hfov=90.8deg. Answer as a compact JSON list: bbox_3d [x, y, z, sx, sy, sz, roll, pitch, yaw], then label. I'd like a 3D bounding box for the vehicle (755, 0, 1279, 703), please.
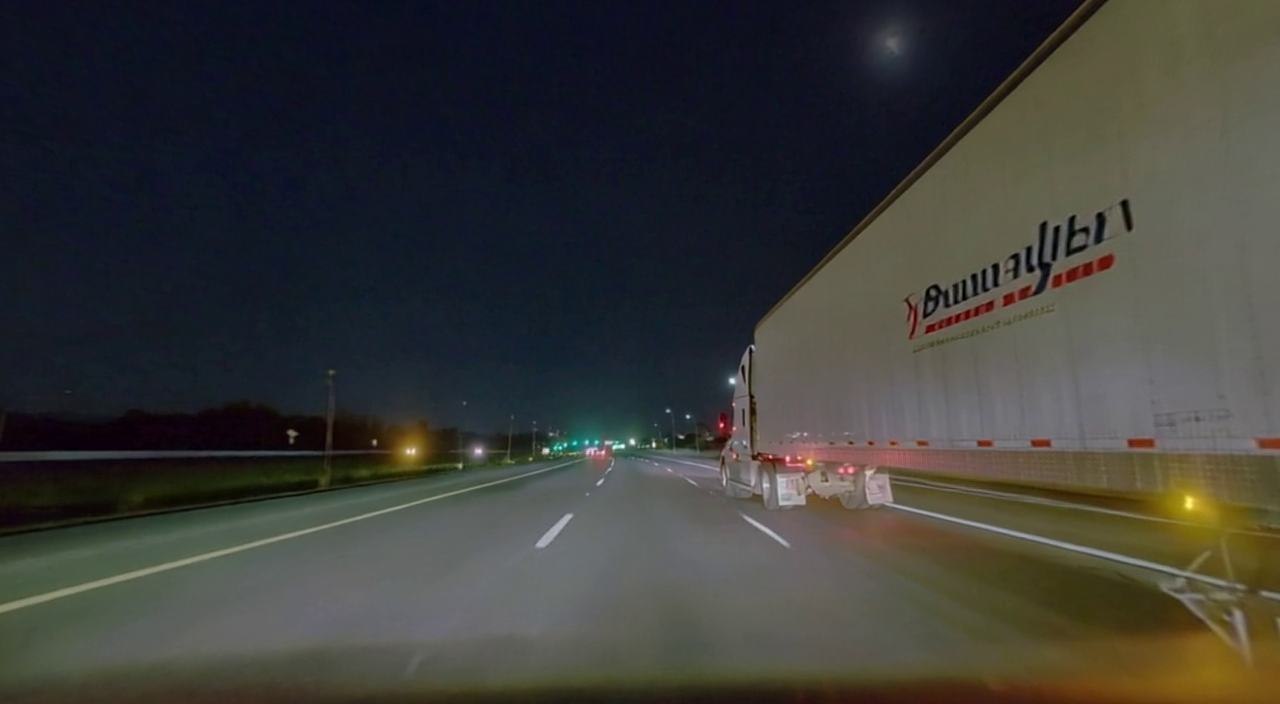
[{"bbox_3d":[4.007,0.359,7.641,2.962,4.132,12.720,0,-8,1],"label":"vehicle"}]
